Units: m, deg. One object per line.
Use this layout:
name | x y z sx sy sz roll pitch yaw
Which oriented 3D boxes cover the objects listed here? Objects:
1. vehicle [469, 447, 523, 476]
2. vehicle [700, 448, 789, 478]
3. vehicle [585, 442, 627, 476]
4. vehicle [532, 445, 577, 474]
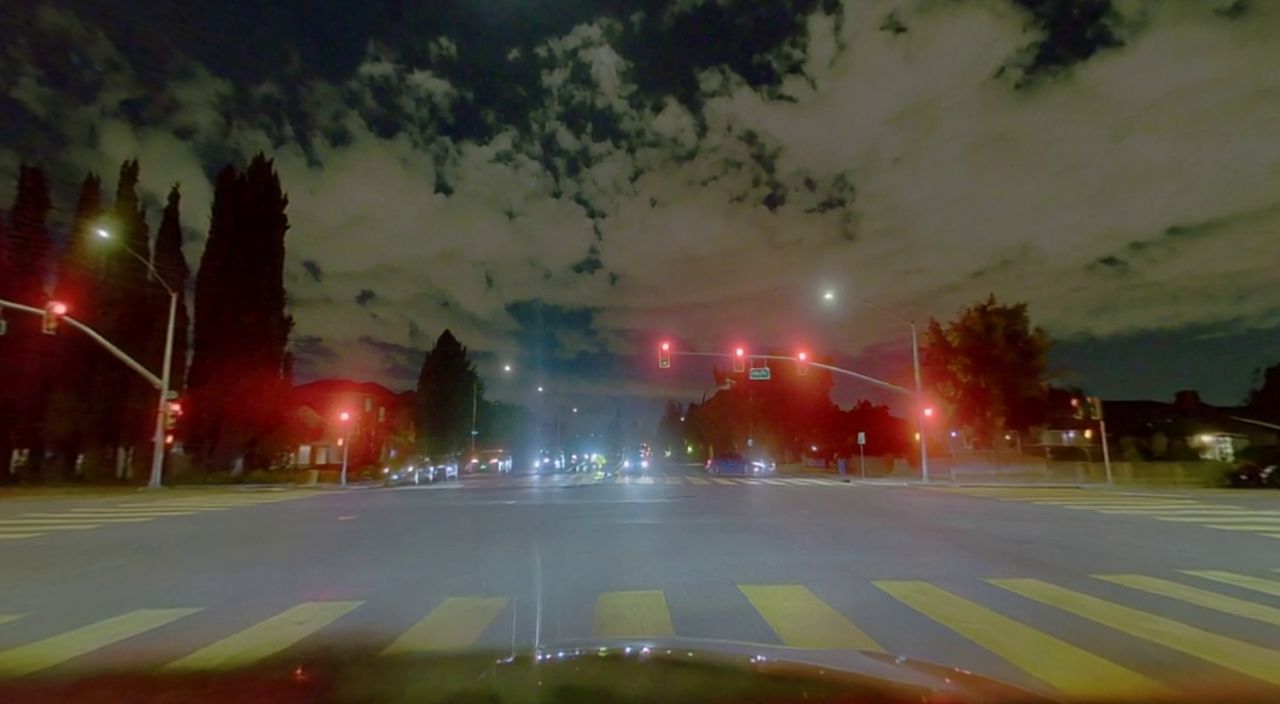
vehicle | -8.631 6.596 38.341 2.028 1.654 5.027 0 -9 0
vehicle | 5.451 5.745 32.945 4.118 1.491 2.046 4 -9 -25
vehicle | -1.963 6.444 38.340 2.355 1.868 5.125 0 -9 -1
vehicle | -5.211 6.608 39.017 2.091 1.707 4.157 0 -9 1
